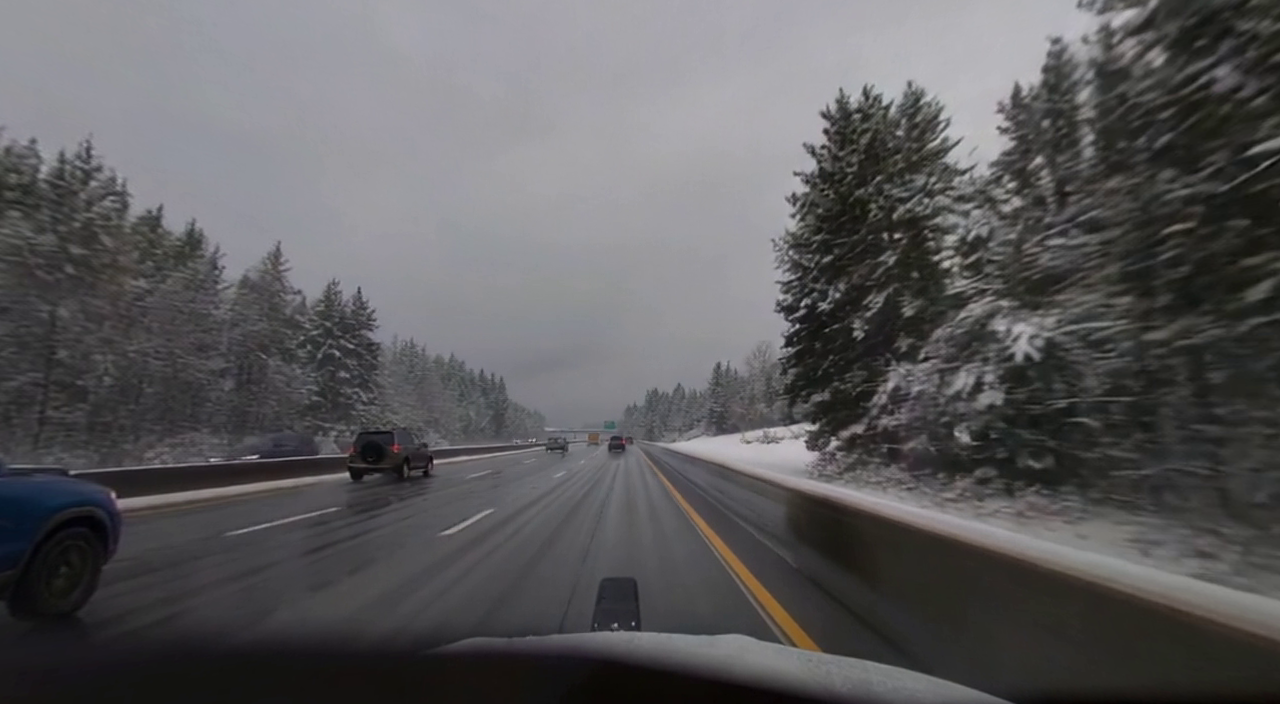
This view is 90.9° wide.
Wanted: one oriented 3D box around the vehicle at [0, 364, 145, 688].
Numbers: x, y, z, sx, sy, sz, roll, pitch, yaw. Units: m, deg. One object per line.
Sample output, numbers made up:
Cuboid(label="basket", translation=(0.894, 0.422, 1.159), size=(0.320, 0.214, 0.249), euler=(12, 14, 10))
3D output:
Cuboid(label="vehicle", translation=(-4.498, 0.760, 2.019), size=(2.069, 1.748, 4.652), euler=(0, -8, -1))

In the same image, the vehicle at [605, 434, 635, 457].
Cuboid(label="vehicle", translation=(-1.477, 7.072, 47.770), size=(2.178, 1.658, 3.916), euler=(0, -8, -1))

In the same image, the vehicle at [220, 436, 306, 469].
Cuboid(label="vehicle", translation=(-17.971, 4.765, 30.236), size=(1.753, 1.481, 3.929), euler=(0, -8, -1))

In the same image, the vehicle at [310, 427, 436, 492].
Cuboid(label="vehicle", translation=(-7.987, 3.231, 19.396), size=(1.964, 1.745, 4.338), euler=(0, -8, 0))
